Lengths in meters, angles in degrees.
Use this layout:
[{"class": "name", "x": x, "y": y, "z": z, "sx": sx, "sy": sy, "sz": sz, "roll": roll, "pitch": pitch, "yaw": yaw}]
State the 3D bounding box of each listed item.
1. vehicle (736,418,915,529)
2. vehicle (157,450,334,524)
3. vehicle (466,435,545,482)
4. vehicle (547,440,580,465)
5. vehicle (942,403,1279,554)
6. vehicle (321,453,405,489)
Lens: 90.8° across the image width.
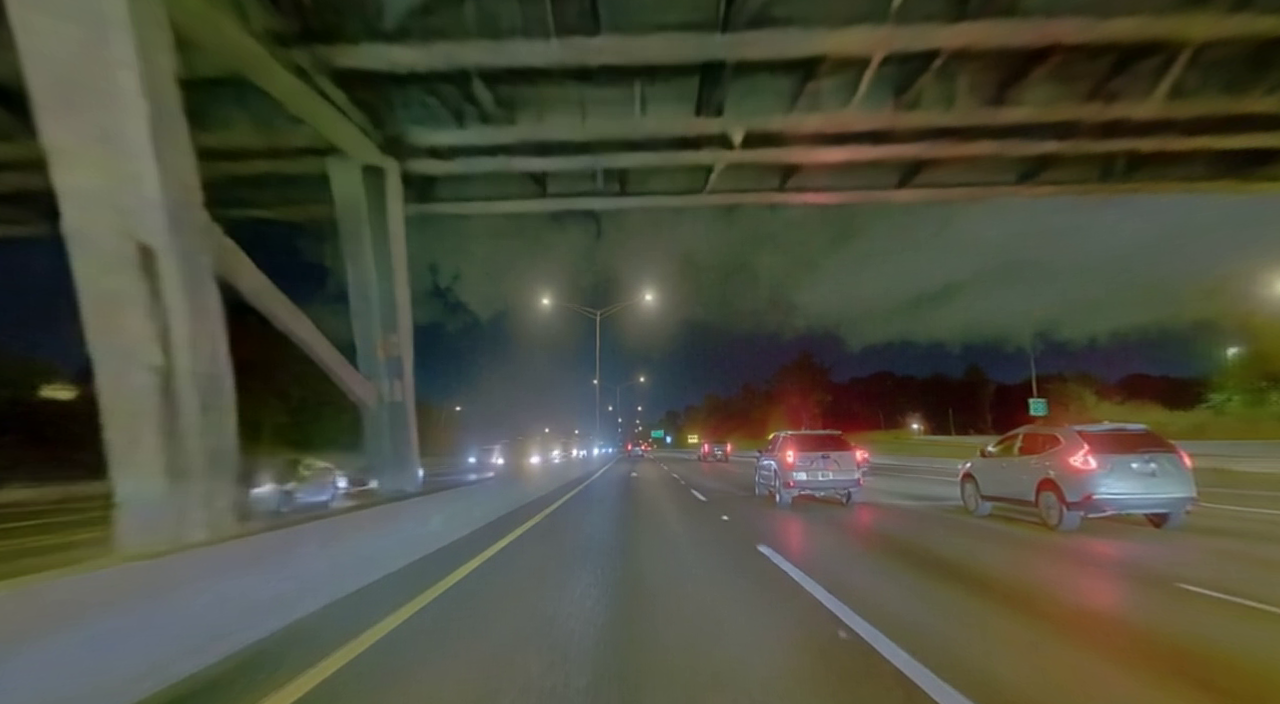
[{"class": "vehicle", "x": 3.229, "y": 2.224, "z": 12.057, "sx": 2.059, "sy": 1.711, "sz": 4.302, "roll": 0, "pitch": -9, "yaw": 0}, {"class": "vehicle", "x": -9.283, "y": 3.165, "z": 15.289, "sx": 1.922, "sy": 1.523, "sz": 3.645, "roll": 0, "pitch": -9, "yaw": -1}, {"class": "vehicle", "x": -5.966, "y": 4.815, "z": 28.850, "sx": 2.405, "sy": 1.932, "sz": 5.424, "roll": 0, "pitch": -9, "yaw": 0}, {"class": "vehicle", "x": -5.943, "y": 7.902, "z": 49.603, "sx": 2.048, "sy": 1.838, "sz": 4.587, "roll": 0, "pitch": -9, "yaw": -1}, {"class": "vehicle", "x": 7.160, "y": 1.900, "z": 10.185, "sx": 2.040, "sy": 1.801, "sz": 4.959, "roll": 0, "pitch": -9, "yaw": -1}, {"class": "vehicle", "x": -12.647, "y": 5.430, "z": 29.159, "sx": 1.919, "sy": 1.456, "sz": 4.462, "roll": 0, "pitch": -9, "yaw": -1}]
